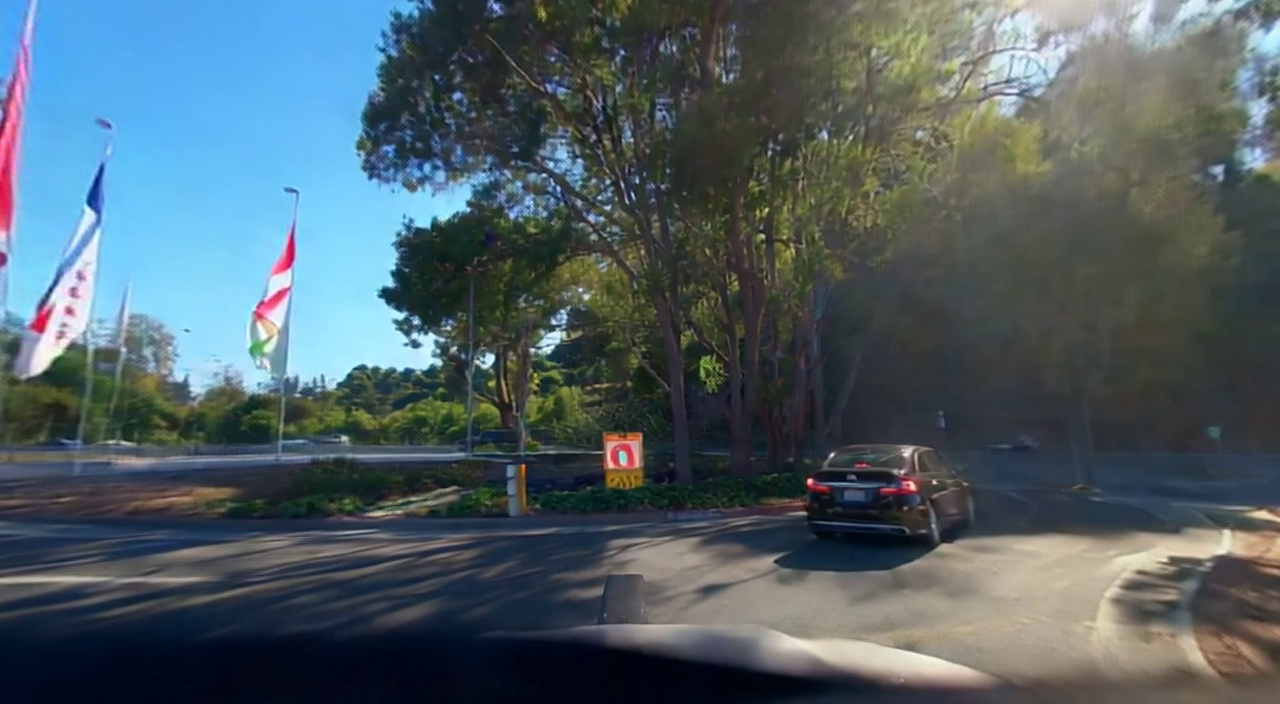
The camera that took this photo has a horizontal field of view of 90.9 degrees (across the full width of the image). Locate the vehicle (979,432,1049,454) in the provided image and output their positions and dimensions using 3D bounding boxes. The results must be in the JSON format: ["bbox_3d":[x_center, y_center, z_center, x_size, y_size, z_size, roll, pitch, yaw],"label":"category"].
[{"bbox_3d":[27.936,6.810,47.195,4.045,1.569,1.781,-1,-9,7],"label":"vehicle"}]

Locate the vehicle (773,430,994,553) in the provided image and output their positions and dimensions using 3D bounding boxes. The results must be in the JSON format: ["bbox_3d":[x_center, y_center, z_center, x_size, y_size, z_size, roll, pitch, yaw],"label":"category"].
[{"bbox_3d":[4.198,2.185,10.558,2.078,1.607,4.010,-8,-12,41],"label":"vehicle"}]
